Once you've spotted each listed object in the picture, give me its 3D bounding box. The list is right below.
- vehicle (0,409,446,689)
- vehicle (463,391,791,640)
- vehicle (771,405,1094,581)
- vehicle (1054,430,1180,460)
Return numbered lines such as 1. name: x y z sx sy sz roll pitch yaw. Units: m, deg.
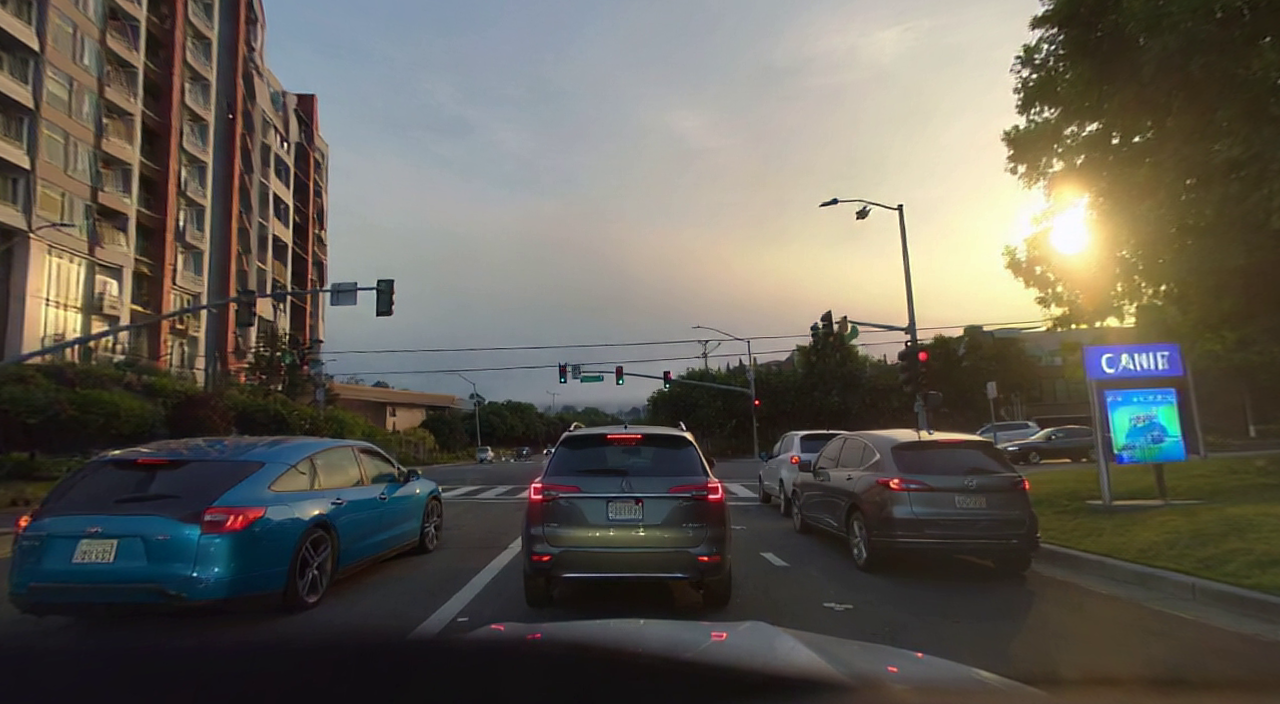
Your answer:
1. vehicle: -3.544 1.420 5.825 1.906 1.524 4.547 0 -8 2
2. vehicle: -0.098 1.414 6.439 2.195 1.662 4.262 0 -8 0
3. vehicle: 3.221 1.662 8.256 2.004 1.646 4.554 0 -8 0
4. vehicle: 23.916 4.678 31.713 4.723 1.460 1.904 0 -8 0
